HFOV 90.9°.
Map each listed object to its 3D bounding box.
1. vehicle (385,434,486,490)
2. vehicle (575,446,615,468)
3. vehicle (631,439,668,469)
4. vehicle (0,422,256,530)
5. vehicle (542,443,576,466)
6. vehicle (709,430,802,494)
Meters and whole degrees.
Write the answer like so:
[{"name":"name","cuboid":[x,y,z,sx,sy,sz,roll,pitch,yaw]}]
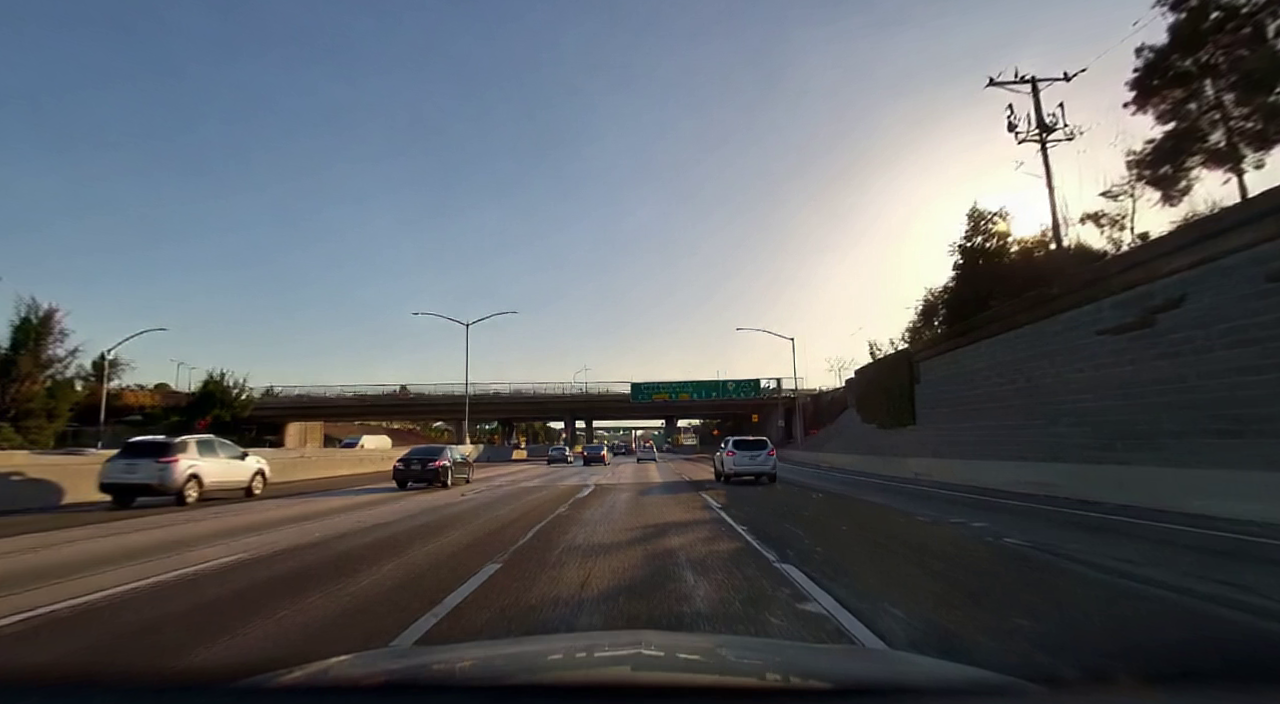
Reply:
[{"name":"vehicle","cuboid":[-6.691,3.632,21.149,1.946,1.688,4.019,0,-8,1]},{"name":"vehicle","cuboid":[-2.952,7.012,42.290,2.205,1.406,4.286,0,-8,2]},{"name":"vehicle","cuboid":[0.580,6.197,38.508,2.133,1.739,3.925,0,-8,1]},{"name":"vehicle","cuboid":[-11.130,2.537,13.604,2.292,1.848,5.285,0,-8,0]},{"name":"vehicle","cuboid":[-6.084,7.721,47.766,1.992,1.604,3.966,0,-8,1]},{"name":"vehicle","cuboid":[3.590,3.505,20.547,2.083,1.823,4.627,0,-8,-1]}]
